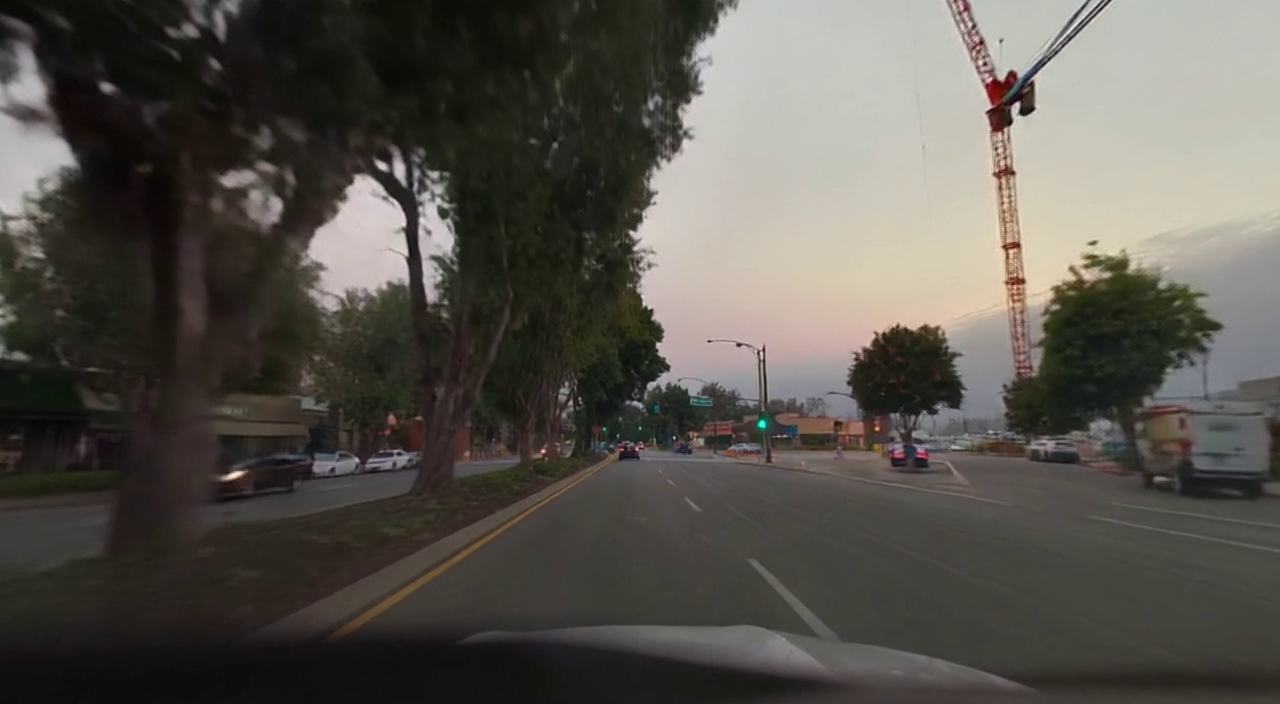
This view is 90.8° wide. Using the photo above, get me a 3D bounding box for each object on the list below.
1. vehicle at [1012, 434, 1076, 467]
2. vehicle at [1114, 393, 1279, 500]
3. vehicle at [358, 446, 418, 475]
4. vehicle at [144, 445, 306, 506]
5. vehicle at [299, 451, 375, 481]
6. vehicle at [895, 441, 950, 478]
[{"bbox_3d":[25.508,6.213,40.079,2.159,1.920,4.948,-3,-9,18],"label":"vehicle"},{"bbox_3d":[16.940,2.832,19.023,2.311,2.722,5.823,-3,-9,18],"label":"vehicle"},{"bbox_3d":[-16.390,7.035,41.359,2.070,1.774,4.549,0,-9,0],"label":"vehicle"},{"bbox_3d":[-11.959,3.545,18.622,1.897,1.557,4.218,0,-8,0],"label":"vehicle"},{"bbox_3d":[-16.486,6.179,34.627,1.780,1.493,4.703,0,-9,1],"label":"vehicle"},{"bbox_3d":[12.525,4.737,28.231,1.961,1.485,4.762,-4,-9,21],"label":"vehicle"}]
